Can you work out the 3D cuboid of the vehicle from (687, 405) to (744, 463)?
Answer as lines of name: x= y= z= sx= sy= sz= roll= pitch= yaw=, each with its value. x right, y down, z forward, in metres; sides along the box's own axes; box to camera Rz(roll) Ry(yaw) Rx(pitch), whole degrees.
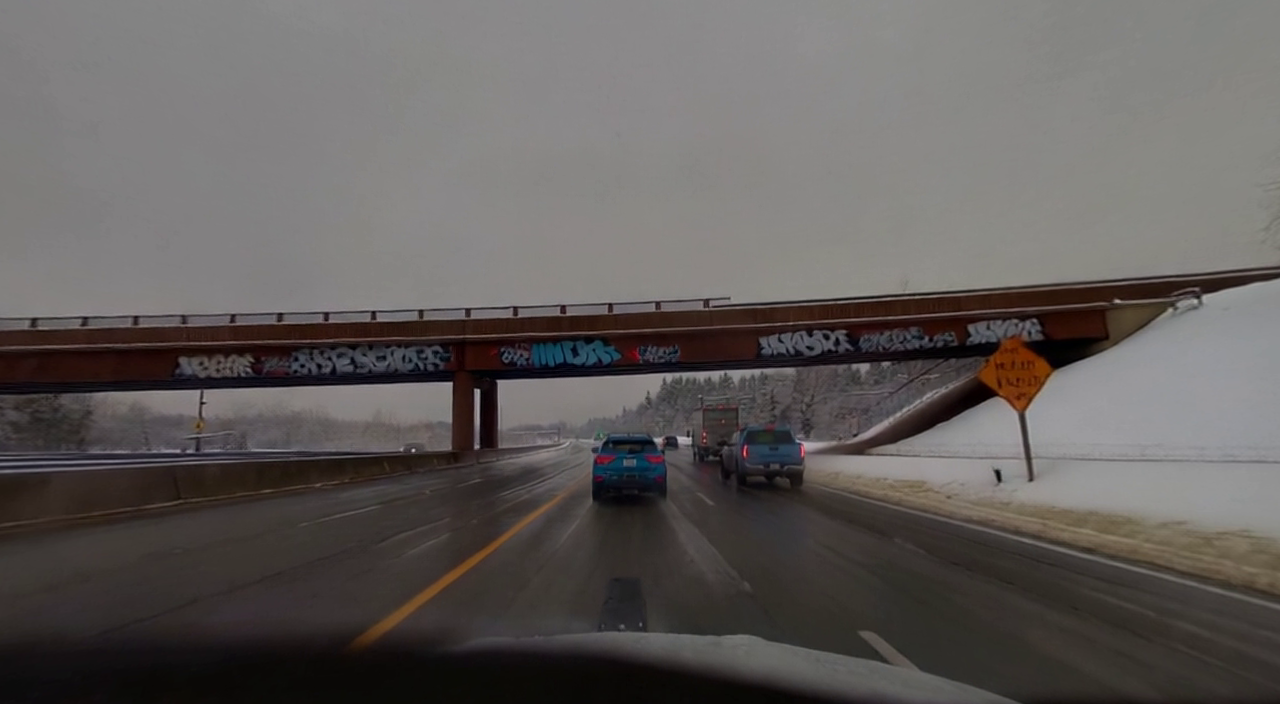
vehicle: x=4.702 y=5.346 z=40.727 sx=2.873 sy=3.408 sz=7.323 roll=0 pitch=-8 yaw=1

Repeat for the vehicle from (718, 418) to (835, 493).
vehicle: x=3.880 y=3.109 z=19.288 sx=2.311 sy=1.922 sz=5.977 roll=0 pitch=-8 yaw=1

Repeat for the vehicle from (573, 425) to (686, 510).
vehicle: x=-0.183 y=2.543 z=14.307 sx=2.193 sy=1.651 sz=3.946 roll=0 pitch=-8 yaw=1
